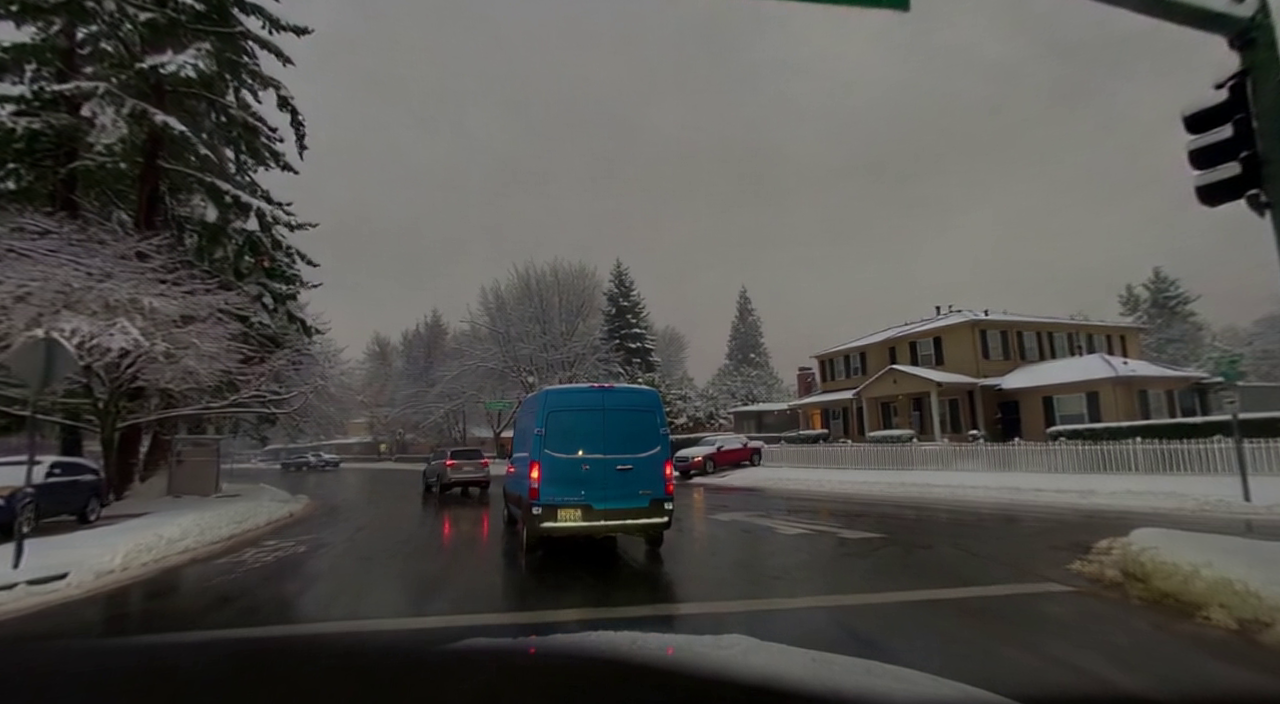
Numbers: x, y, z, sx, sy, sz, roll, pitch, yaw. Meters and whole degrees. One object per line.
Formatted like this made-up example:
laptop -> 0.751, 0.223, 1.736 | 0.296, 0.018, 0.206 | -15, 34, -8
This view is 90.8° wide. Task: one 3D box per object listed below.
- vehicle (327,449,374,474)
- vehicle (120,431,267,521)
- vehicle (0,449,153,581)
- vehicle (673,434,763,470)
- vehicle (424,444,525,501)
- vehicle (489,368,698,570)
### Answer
vehicle -> -18.810, 7.078, 40.917 | 1.911, 1.493, 4.291 | 6, -10, -35
vehicle -> -11.238, 3.071, 16.387 | 2.228, 1.871, 5.492 | 4, -10, -27
vehicle -> -8.377, 1.959, 7.820 | 1.952, 1.461, 4.377 | 2, -9, -13
vehicle -> 4.124, 5.204, 33.171 | 4.559, 1.754, 1.985 | 6, -11, -36
vehicle -> -5.031, 3.471, 18.741 | 2.008, 1.445, 4.386 | 4, -9, -26
vehicle -> -1.019, 1.611, 9.318 | 2.213, 2.124, 4.809 | 2, -9, -14
